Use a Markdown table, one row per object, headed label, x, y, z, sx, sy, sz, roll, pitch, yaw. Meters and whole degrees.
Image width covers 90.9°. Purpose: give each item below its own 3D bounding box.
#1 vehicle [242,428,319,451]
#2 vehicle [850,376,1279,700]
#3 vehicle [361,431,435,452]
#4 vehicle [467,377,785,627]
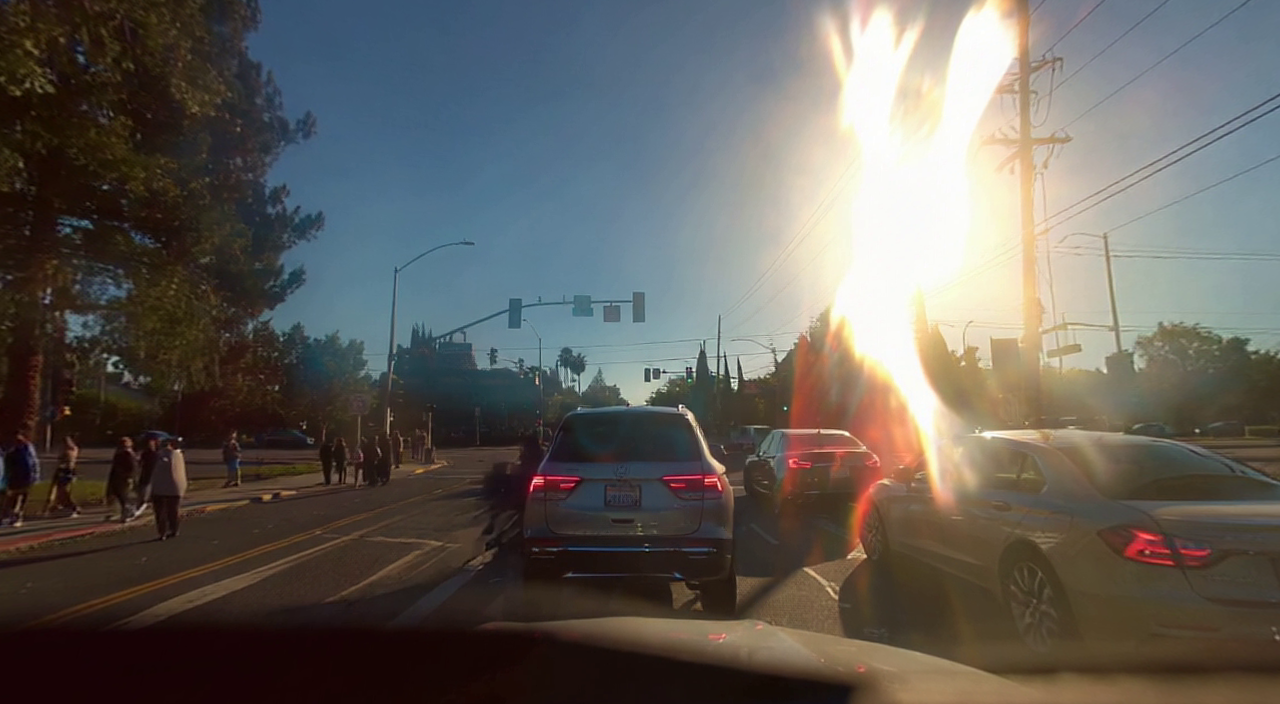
| label | x | y | z | sx | sy | sz | roll | pitch | yaw |
| --- | --- | --- | --- | --- | --- | --- | --- | --- | --- |
| vehicle | -26.835 | 6.535 | 47.209 | 4.587 | 1.639 | 1.878 | 0 | -8 | 1 |
| vehicle | 3.552 | 1.287 | 5.559 | 1.948 | 1.677 | 4.437 | 0 | -8 | 1 |
| vehicle | -17.748 | 6.561 | 46.359 | 4.607 | 1.478 | 1.995 | 0 | -8 | 0 |
| vehicle | -0.150 | 1.395 | 6.831 | 2.271 | 1.786 | 4.443 | 0 | -8 | -1 |
